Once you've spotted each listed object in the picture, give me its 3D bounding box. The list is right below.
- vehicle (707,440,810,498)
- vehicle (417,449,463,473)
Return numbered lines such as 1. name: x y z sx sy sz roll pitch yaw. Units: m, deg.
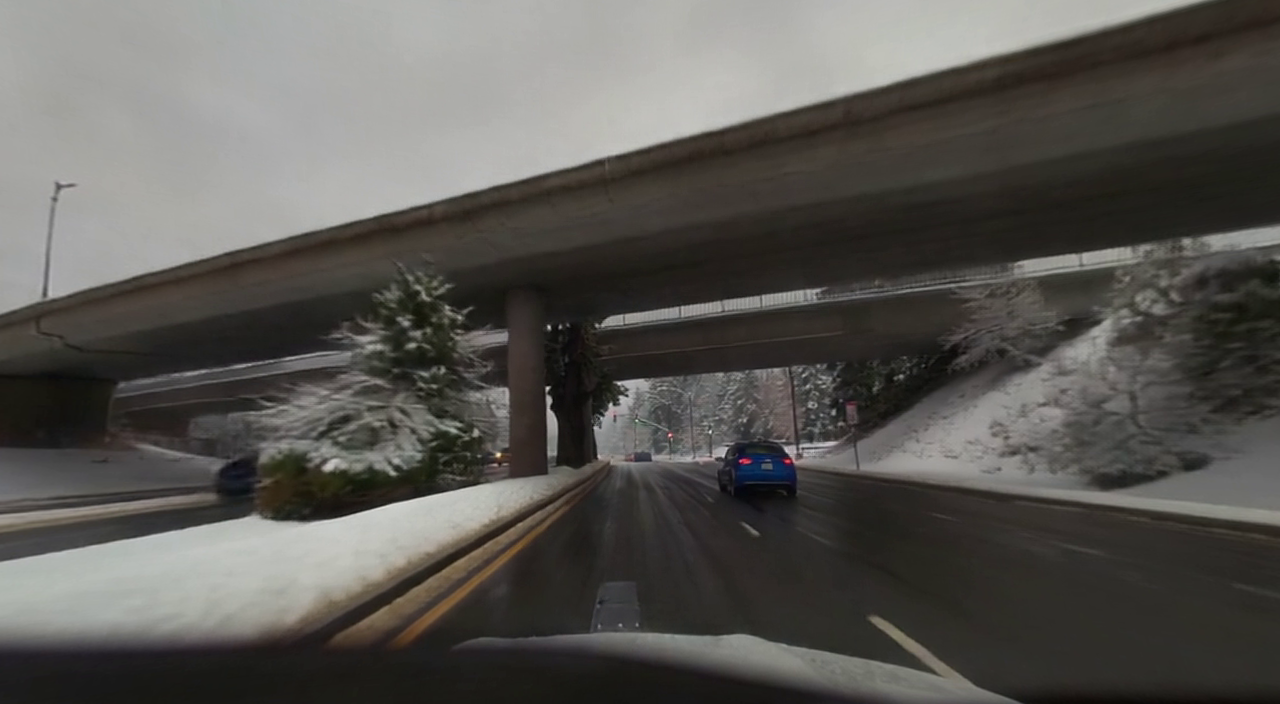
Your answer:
1. vehicle: 3.315 3.357 18.610 2.062 1.484 4.332 0 -8 -1
2. vehicle: -14.541 7.915 46.129 1.912 1.632 4.326 -1 -8 0
